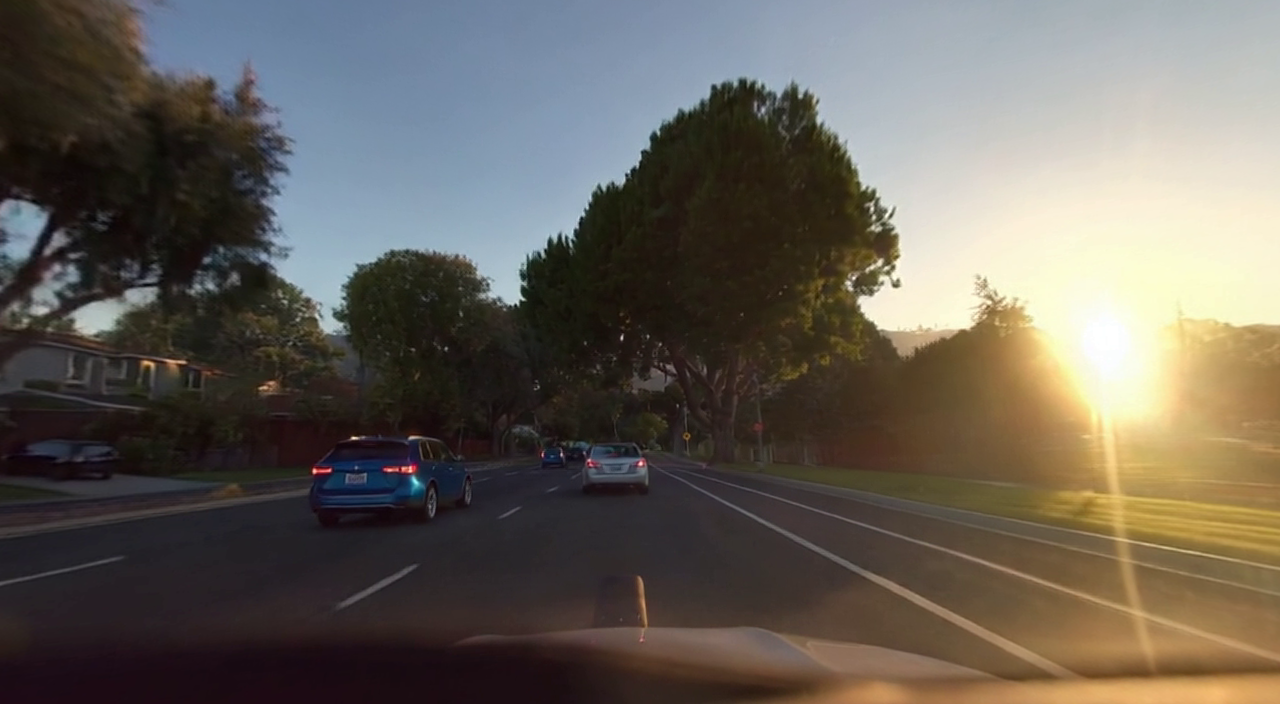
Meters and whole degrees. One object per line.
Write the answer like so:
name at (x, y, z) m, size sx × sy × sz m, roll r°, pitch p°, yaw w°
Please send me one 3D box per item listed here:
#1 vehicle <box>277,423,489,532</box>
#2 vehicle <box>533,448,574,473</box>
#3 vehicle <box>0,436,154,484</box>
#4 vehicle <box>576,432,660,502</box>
vehicle at (-4.684, 2.374, 12.508) m, size 2.243 × 1.722 × 4.621 m, roll 0°, pitch -9°, yaw 0°
vehicle at (-5.419, 6.864, 40.137) m, size 2.014 × 1.493 × 4.658 m, roll 0°, pitch -9°, yaw -1°
vehicle at (-25.689, 4.886, 28.707) m, size 5.216 × 2.058 × 2.299 m, roll 0°, pitch -9°, yaw -1°
vehicle at (-0.608, 3.287, 18.361) m, size 2.131 × 1.761 × 4.242 m, roll 0°, pitch -9°, yaw -1°
